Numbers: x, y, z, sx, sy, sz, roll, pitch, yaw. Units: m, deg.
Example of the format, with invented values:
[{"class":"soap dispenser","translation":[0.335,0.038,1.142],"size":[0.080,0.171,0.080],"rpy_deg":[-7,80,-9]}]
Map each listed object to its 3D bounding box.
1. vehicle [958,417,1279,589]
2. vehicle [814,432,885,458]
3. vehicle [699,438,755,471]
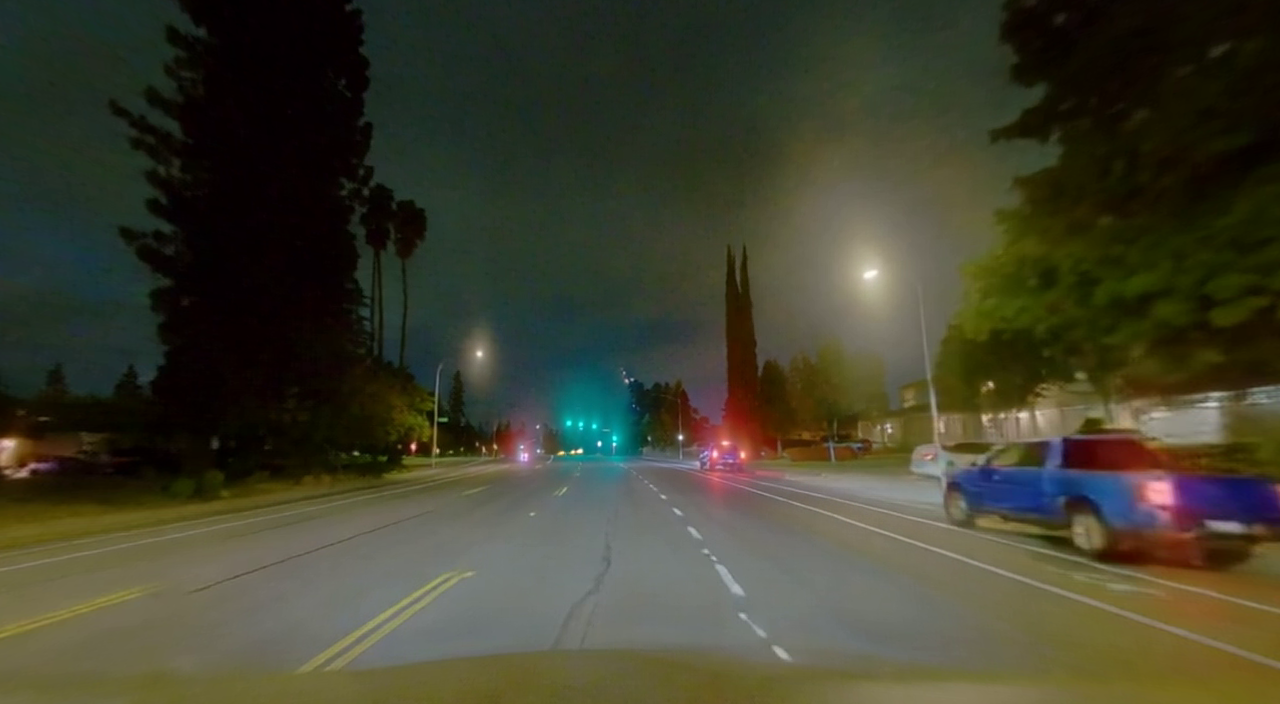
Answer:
[{"class":"vehicle","translation":[6.544,1.851,8.666],"size":[2.024,1.710,4.525],"rpy_deg":[0,-8,0]},{"class":"vehicle","translation":[15.820,6.991,47.810],"size":[4.623,1.741,1.924],"rpy_deg":[-2,-7,-4]},{"class":"vehicle","translation":[5.164,6.210,38.547],"size":[2.285,1.868,5.575],"rpy_deg":[1,-8,-4]}]
